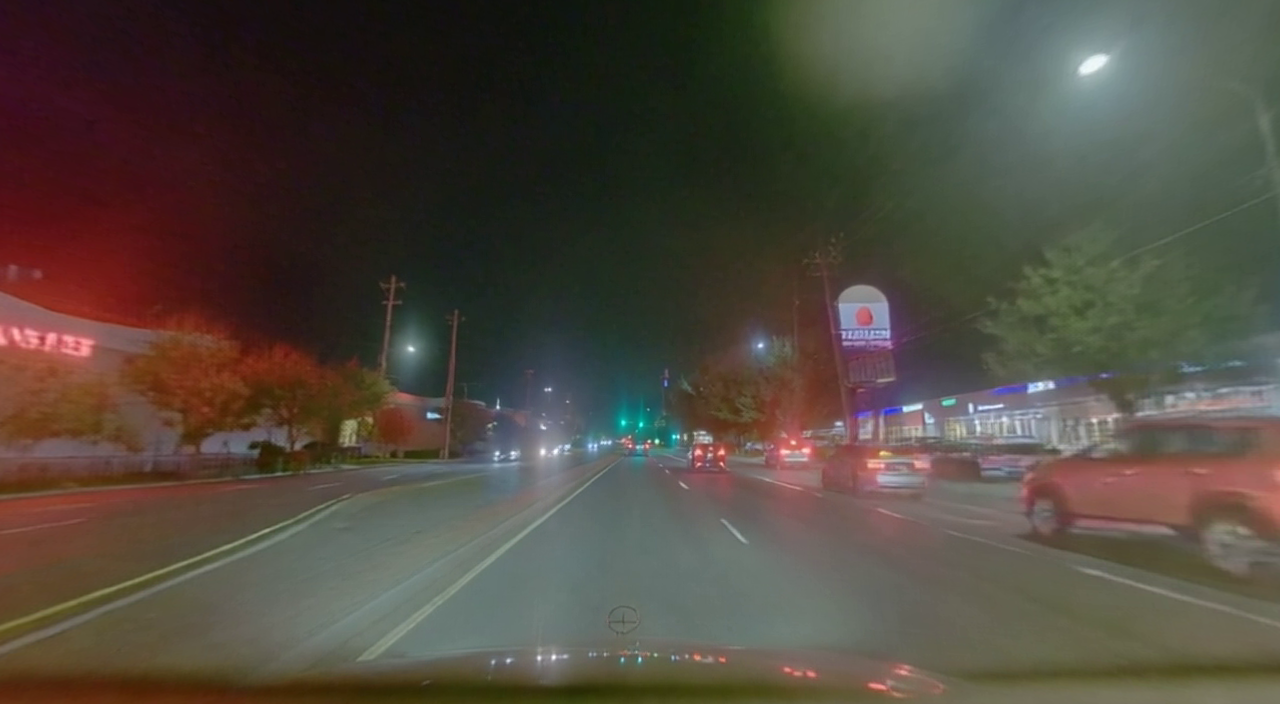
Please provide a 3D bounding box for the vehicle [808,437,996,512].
[{"bbox_3d":[5.966,2.827,15.216,2.072,1.491,4.753,1,-8,-7],"label":"vehicle"}]

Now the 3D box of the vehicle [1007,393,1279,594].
[{"bbox_3d":[6.919,1.499,7.161,2.268,1.822,5.038,1,-8,-3],"label":"vehicle"}]

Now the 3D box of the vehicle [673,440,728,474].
[{"bbox_3d":[2.776,4.922,29.888,2.099,1.463,4.365,0,-8,-1],"label":"vehicle"}]
